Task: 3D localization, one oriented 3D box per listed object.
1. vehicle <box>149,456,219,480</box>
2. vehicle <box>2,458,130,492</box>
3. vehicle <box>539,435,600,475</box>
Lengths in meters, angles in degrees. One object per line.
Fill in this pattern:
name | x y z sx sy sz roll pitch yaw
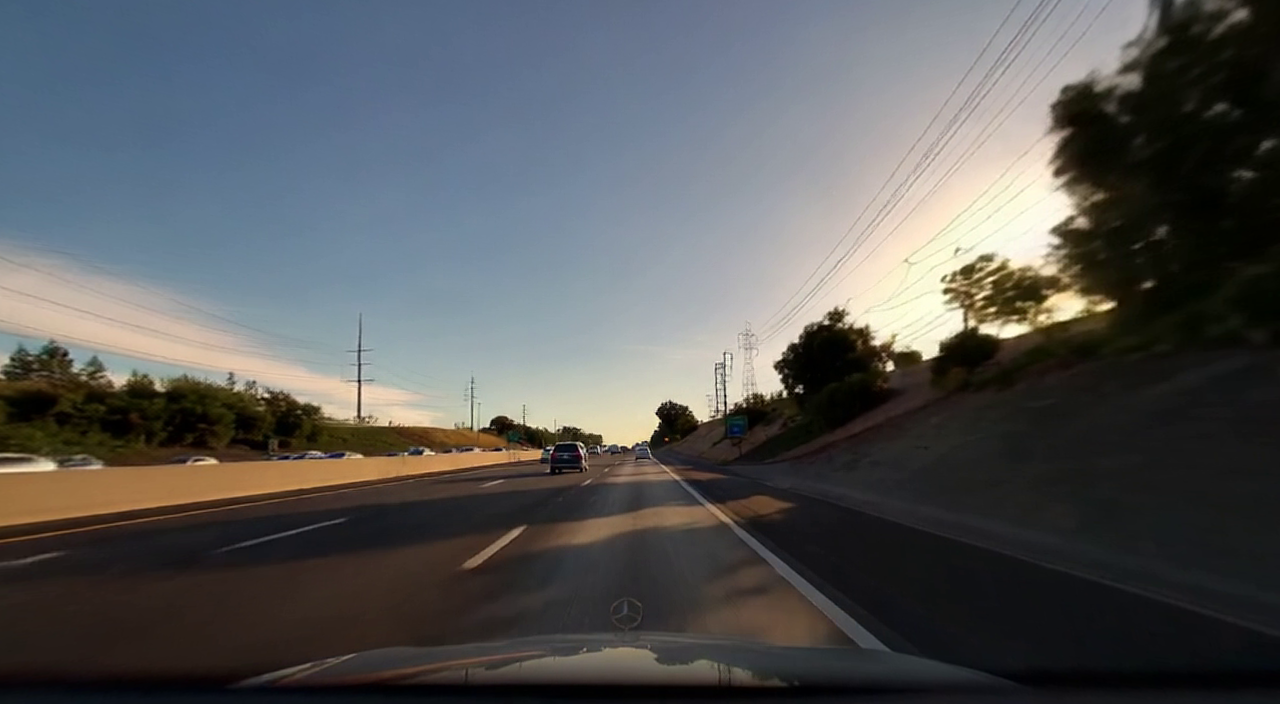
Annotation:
vehicle | -34.460 8.735 47.715 1.922 1.659 4.456 0 -9 0
vehicle | -28.497 6.099 31.533 1.860 1.499 4.752 0 -9 1
vehicle | -3.657 5.508 33.808 2.577 1.939 5.408 0 -9 1
